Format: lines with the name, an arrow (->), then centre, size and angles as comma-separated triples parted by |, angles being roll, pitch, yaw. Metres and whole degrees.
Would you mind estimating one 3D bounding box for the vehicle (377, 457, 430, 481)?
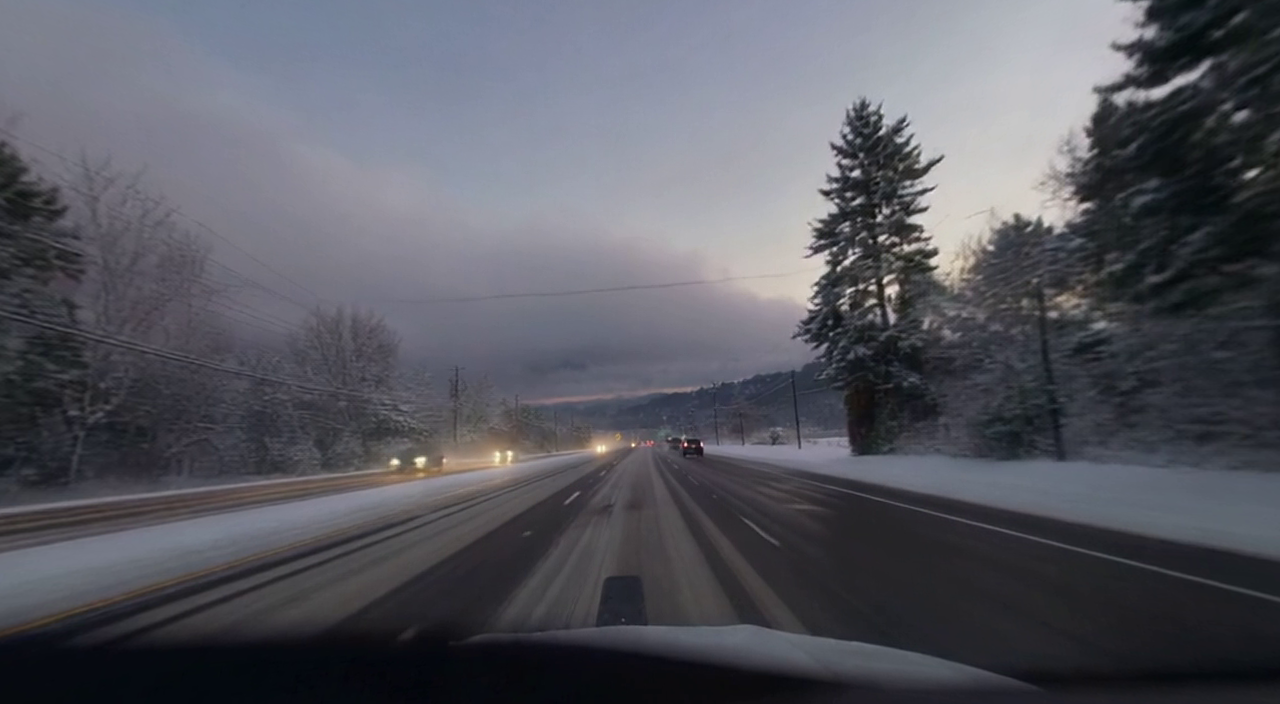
vehicle -> -16.245, 8.038, 43.535 | 1.869, 1.491, 4.449 | 0, -8, 1
